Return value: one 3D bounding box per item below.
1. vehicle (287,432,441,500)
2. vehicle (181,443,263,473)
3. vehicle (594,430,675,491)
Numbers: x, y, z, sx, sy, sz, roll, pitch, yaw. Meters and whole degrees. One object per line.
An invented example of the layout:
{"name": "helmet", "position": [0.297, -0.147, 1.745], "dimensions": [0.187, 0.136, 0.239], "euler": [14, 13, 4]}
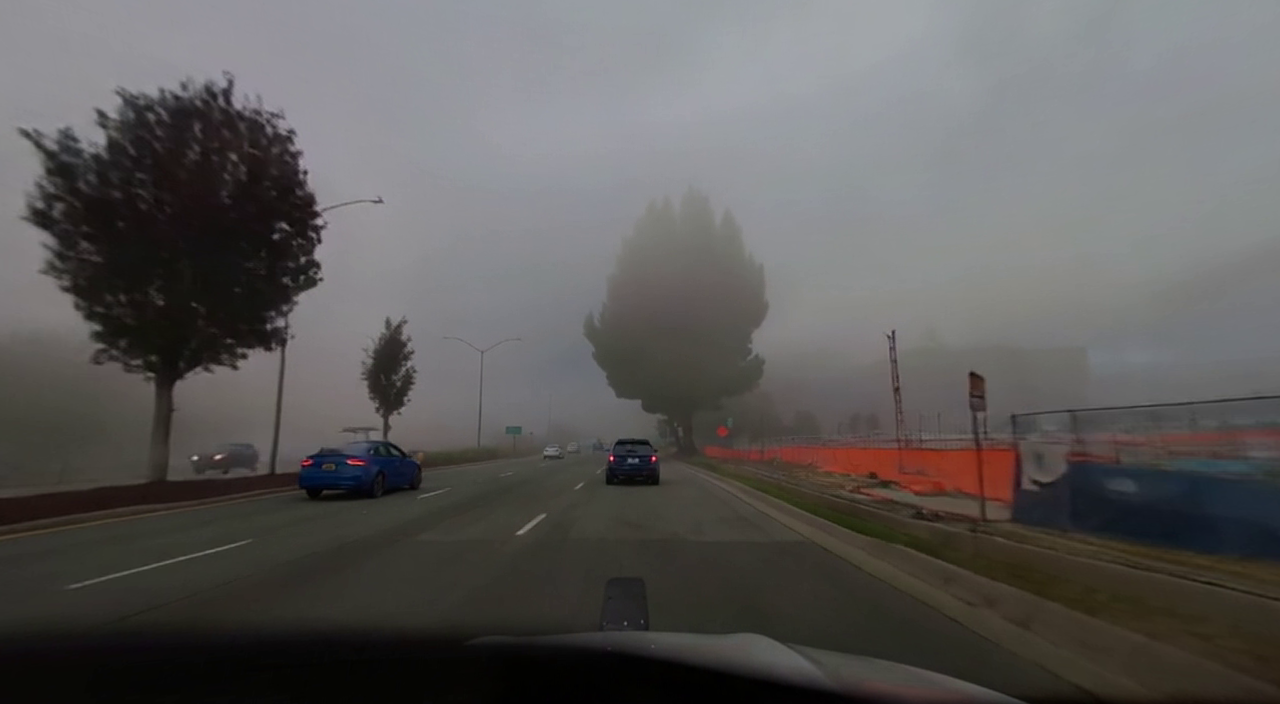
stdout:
{"name": "vehicle", "position": [-6.799, 2.845, 16.159], "dimensions": [1.877, 1.479, 4.430], "euler": [0, -8, 1]}
{"name": "vehicle", "position": [-26.349, 6.655, 39.944], "dimensions": [1.931, 1.759, 4.703], "euler": [0, -8, 0]}
{"name": "vehicle", "position": [-0.193, 3.291, 19.488], "dimensions": [2.227, 1.654, 4.091], "euler": [0, -8, -1]}
